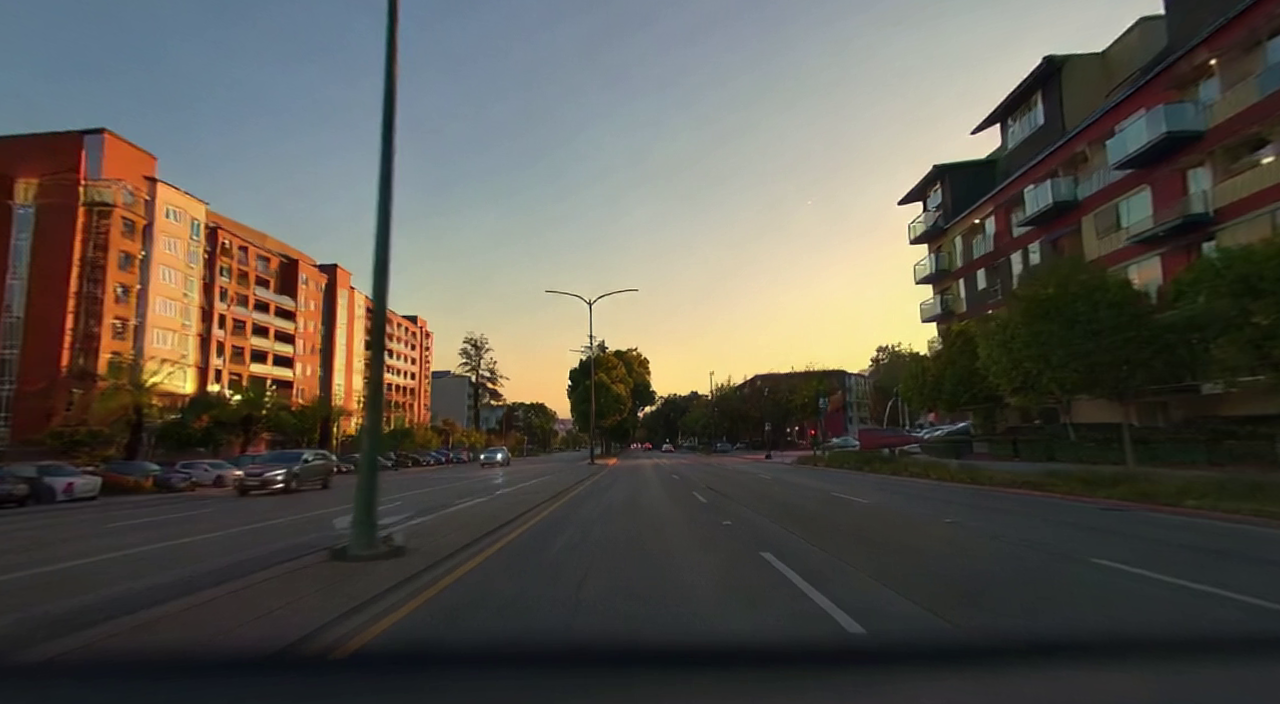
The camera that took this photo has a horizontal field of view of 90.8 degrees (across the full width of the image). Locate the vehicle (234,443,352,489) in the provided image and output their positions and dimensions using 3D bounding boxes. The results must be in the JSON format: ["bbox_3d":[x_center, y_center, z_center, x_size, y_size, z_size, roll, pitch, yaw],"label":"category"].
[{"bbox_3d":[-16.214,5.347,30.029,2.288,1.938,5.710,0,-9,1],"label":"vehicle"}]

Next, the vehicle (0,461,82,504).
[{"bbox_3d":[-26.185,5.354,26.041,4.265,1.640,1.935,4,-9,-25],"label":"vehicle"}]
